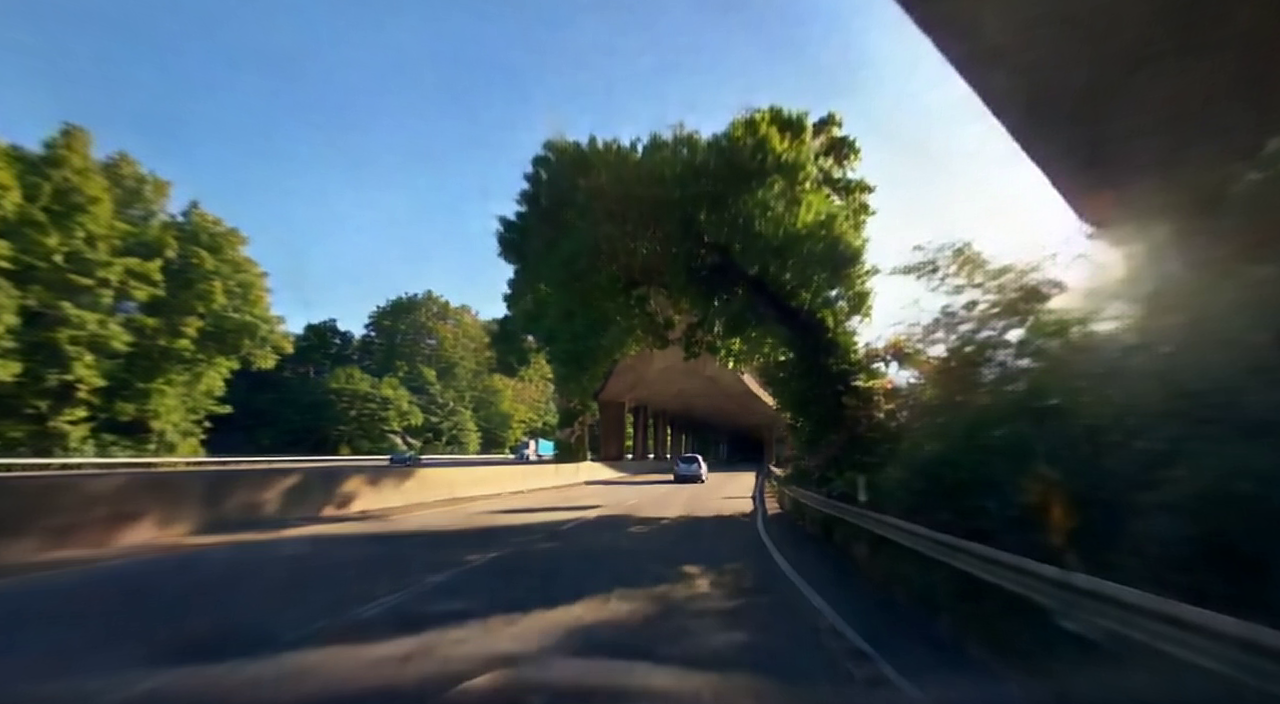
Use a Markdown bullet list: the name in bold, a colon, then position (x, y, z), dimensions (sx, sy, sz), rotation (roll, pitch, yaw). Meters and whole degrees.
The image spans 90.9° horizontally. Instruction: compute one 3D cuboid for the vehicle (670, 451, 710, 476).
- **vehicle**: position (3.202, 6.994, 39.732), dimensions (1.940, 1.444, 4.024), rotation (-2, -9, 12)
